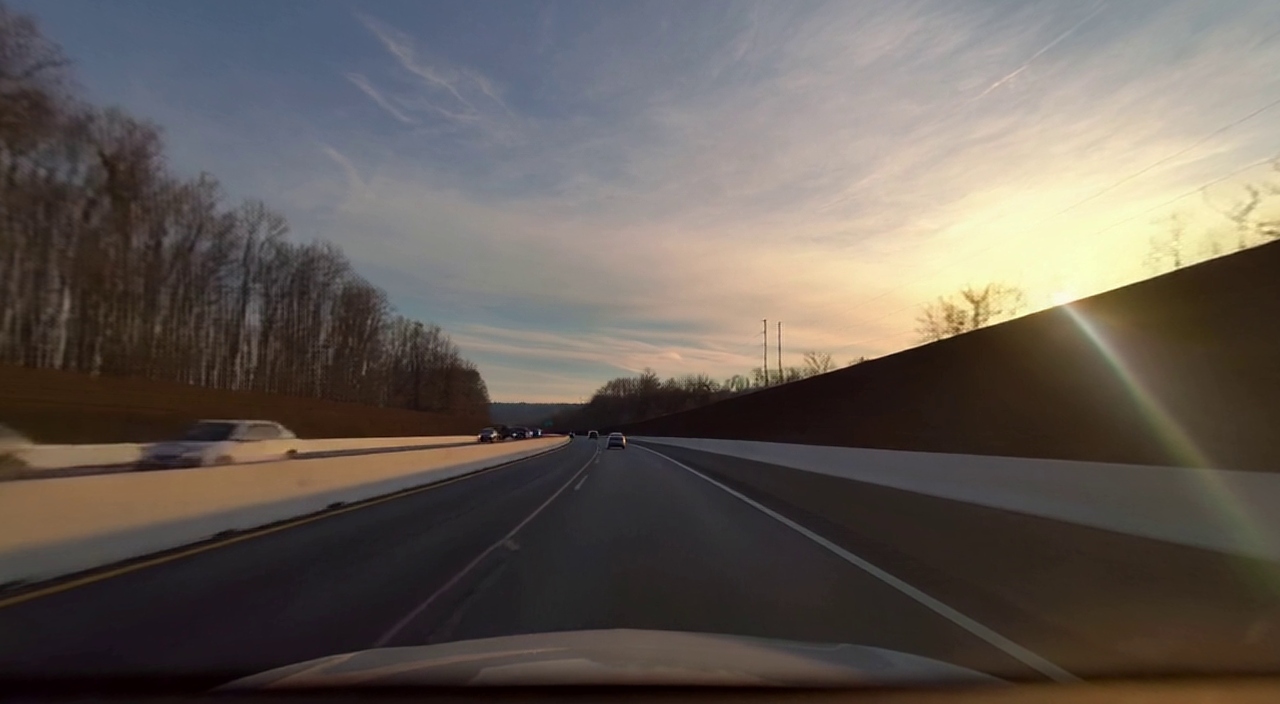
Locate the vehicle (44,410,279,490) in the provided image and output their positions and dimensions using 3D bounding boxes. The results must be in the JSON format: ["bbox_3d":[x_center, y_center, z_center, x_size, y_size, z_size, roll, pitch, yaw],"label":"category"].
[{"bbox_3d":[-10.849,2.259,14.836,2.003,1.580,4.606,0,-8,-1],"label":"vehicle"}]
